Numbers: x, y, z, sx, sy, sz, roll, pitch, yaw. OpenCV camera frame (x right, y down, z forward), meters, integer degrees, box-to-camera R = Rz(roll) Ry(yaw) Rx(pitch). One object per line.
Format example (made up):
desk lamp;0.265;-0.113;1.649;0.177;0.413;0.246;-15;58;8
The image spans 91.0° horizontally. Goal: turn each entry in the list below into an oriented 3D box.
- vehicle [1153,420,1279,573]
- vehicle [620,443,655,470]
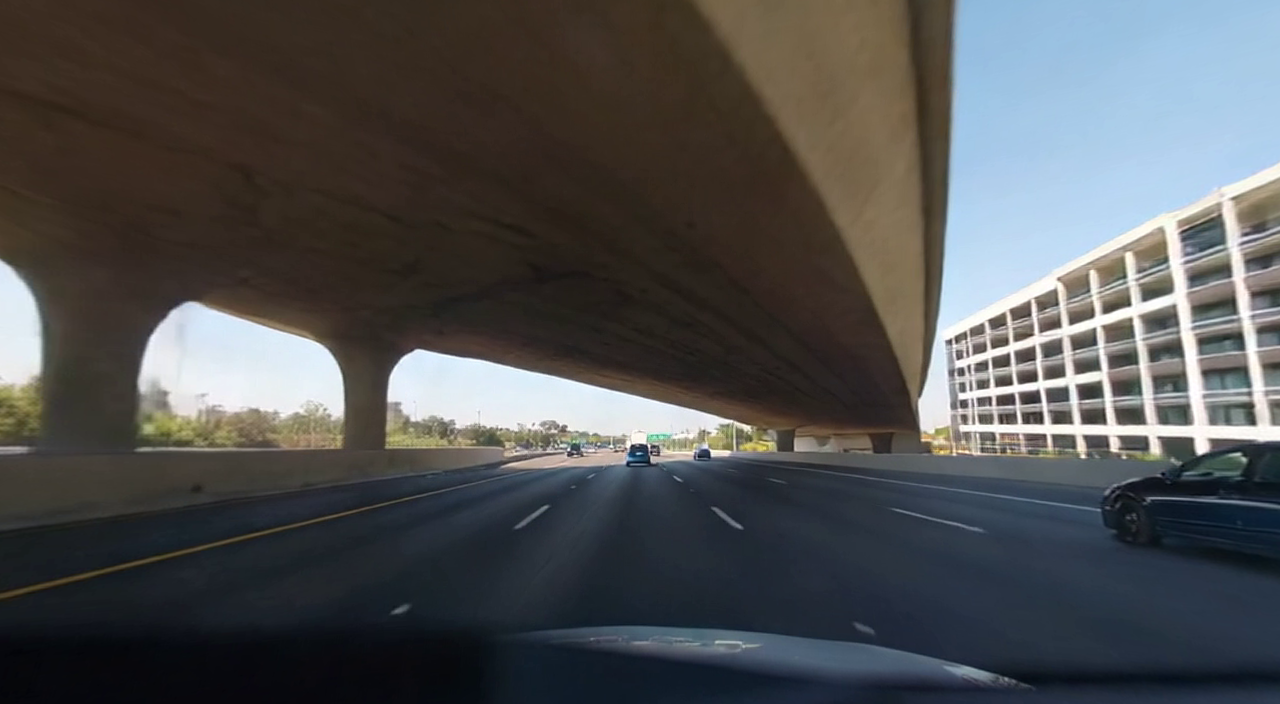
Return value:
vehicle;7.329;1.300;5.333;1.937;1.498;4.710;0;-8;-1
vehicle;-0.158;6.305;38.202;2.036;1.542;3.891;0;-8;0
